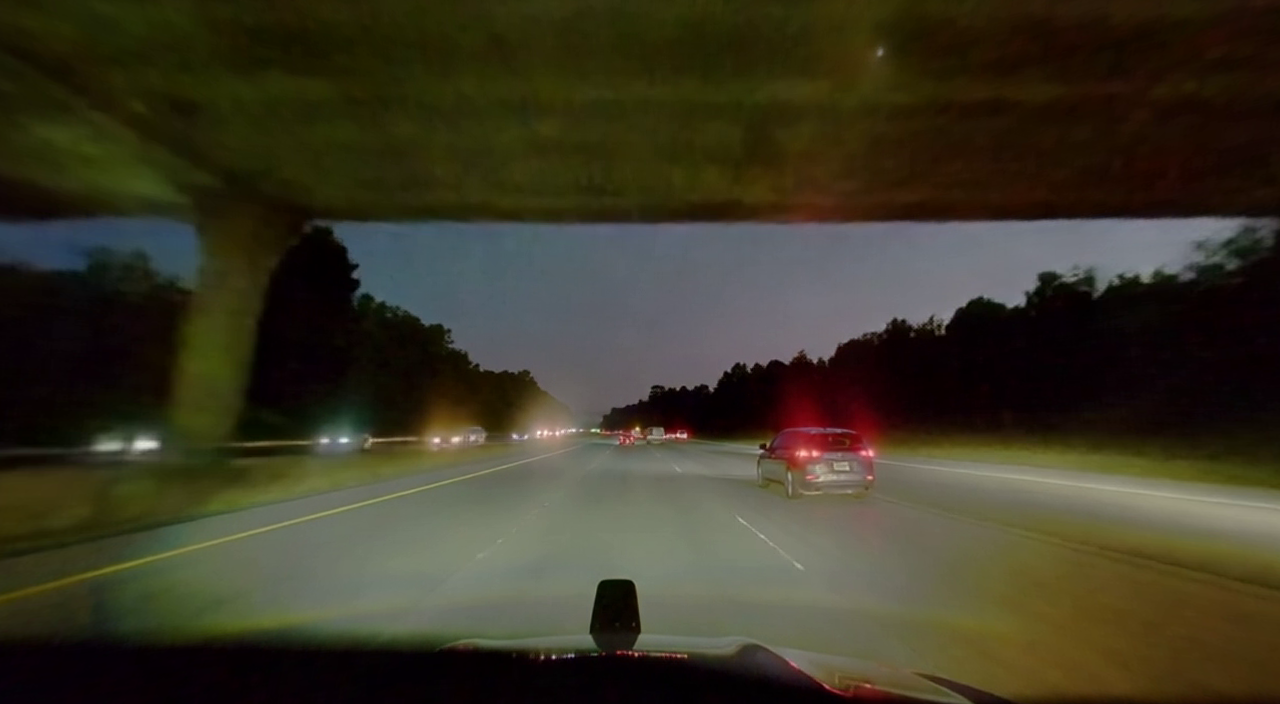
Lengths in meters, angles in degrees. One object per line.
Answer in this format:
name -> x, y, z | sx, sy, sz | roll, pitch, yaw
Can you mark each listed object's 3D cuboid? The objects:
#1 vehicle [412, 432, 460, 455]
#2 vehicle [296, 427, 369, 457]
vehicle -> -13.475, 6.040, 41.767 | 1.807, 1.435, 4.133 | 0, -8, 1
vehicle -> -17.214, 5.071, 35.453 | 1.911, 1.550, 4.369 | 0, -8, -1
